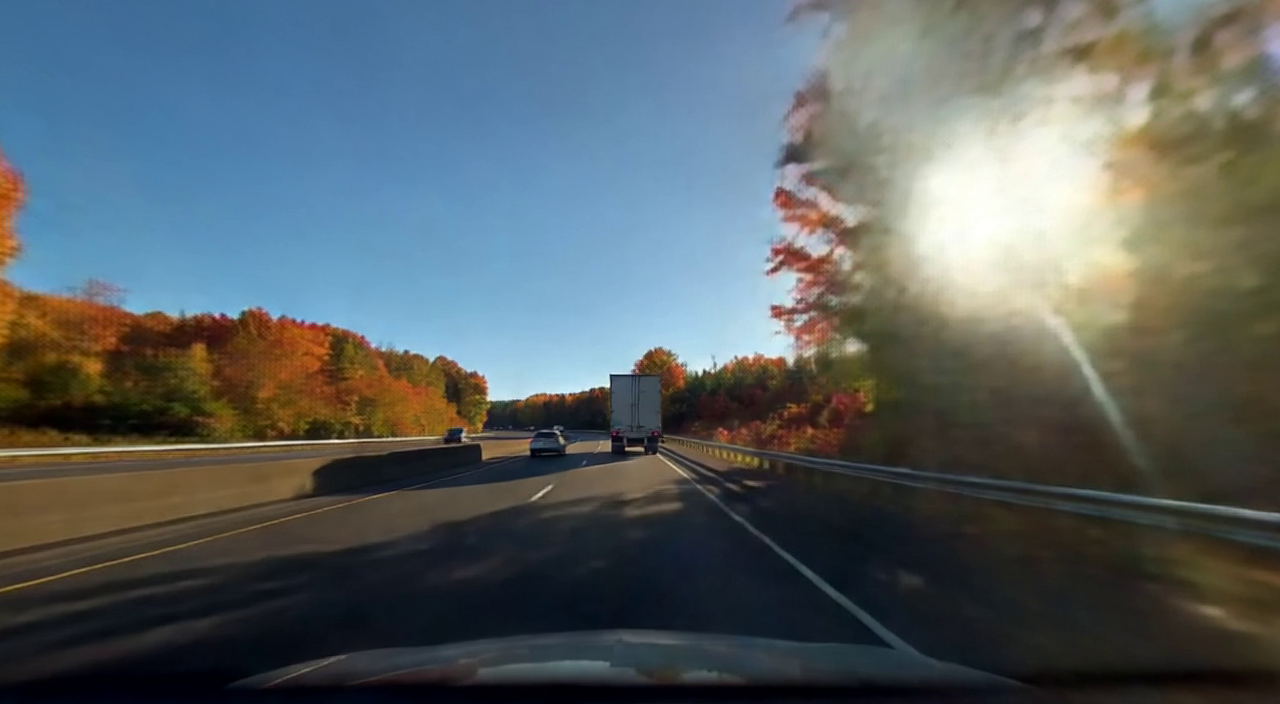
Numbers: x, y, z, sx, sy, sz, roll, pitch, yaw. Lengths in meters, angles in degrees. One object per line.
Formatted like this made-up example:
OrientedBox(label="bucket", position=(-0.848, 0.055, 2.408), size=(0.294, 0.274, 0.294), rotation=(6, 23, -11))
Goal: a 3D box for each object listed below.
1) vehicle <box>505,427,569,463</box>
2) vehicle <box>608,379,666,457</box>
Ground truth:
OrientedBox(label="vehicle", position=(-4.597, 4.230, 28.746), size=(2.217, 1.495, 4.245), rotation=(0, -8, 0))
OrientedBox(label="vehicle", position=(-0.341, 4.194, 38.401), size=(3.013, 4.016, 11.496), rotation=(0, -8, -2))
